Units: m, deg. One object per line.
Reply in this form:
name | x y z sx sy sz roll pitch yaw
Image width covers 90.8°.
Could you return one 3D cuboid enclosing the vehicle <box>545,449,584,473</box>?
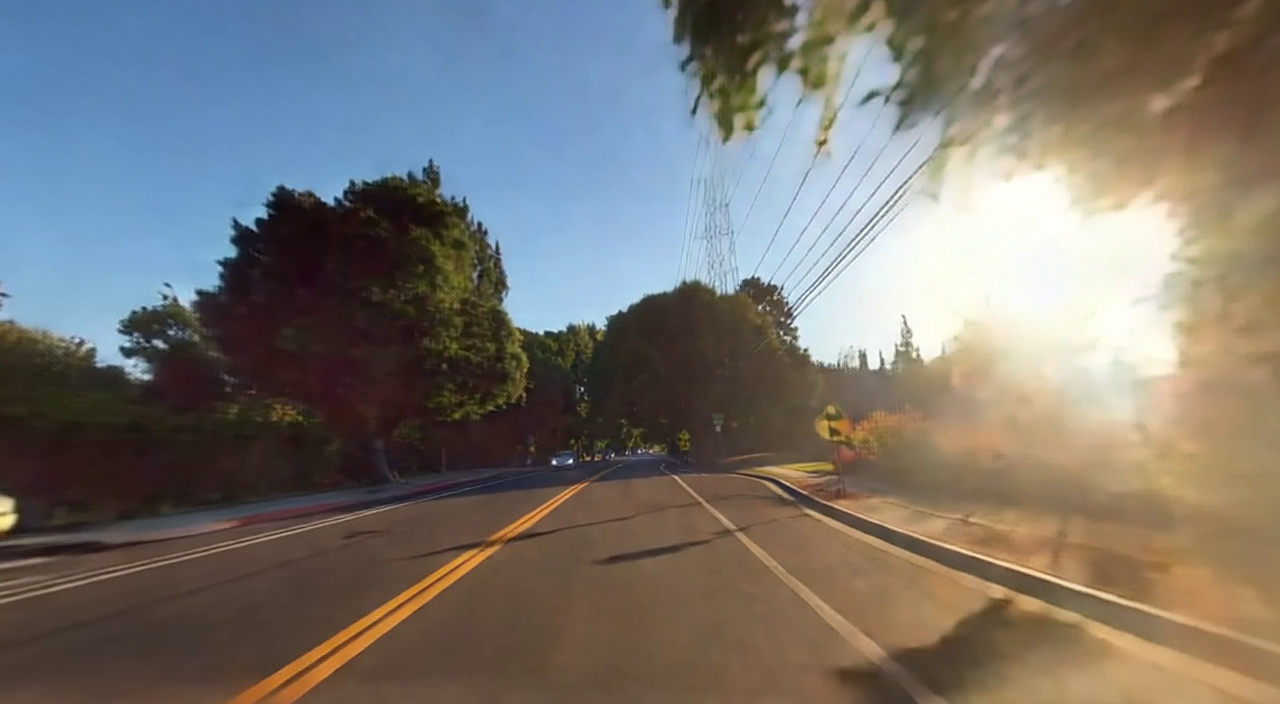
vehicle | -5.156 7.445 43.539 2.093 1.523 4.536 -1 -9 1
